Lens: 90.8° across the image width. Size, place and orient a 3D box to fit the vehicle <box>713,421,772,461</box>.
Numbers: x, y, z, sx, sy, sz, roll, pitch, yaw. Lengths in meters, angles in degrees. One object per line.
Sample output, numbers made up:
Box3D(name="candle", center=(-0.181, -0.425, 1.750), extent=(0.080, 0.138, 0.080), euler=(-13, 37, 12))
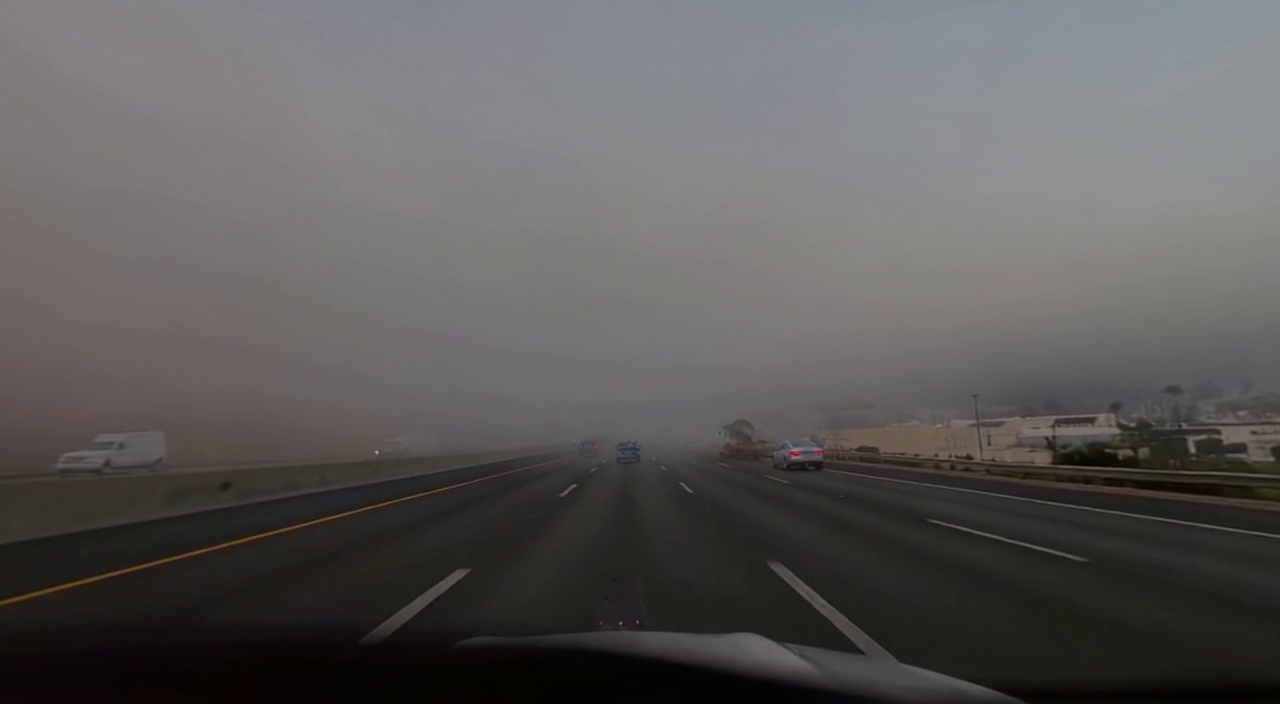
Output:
Box3D(name="vehicle", center=(6.824, 6.109, 42.969), extent=(2.790, 2.473, 6.815), euler=(0, -9, 0))

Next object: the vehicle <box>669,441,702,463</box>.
Box3D(name="vehicle", center=(2.979, 6.621, 41.954), extent=(1.816, 1.353, 3.809), euler=(0, -9, -2))

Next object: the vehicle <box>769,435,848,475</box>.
Box3D(name="vehicle", center=(6.682, 4.144, 25.588), extent=(1.879, 1.428, 4.402), euler=(0, -9, -2))

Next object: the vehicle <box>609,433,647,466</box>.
Box3D(name="vehicle", center=(-0.672, 5.489, 35.641), extent=(2.002, 1.759, 4.658), euler=(0, -9, -1))

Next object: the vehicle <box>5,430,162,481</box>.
Box3D(name="vehicle", center=(-29.532, 5.520, 33.971), extent=(2.378, 2.420, 6.571), euler=(0, -9, 0))

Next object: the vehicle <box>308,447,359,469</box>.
Box3D(name="vehicle", center=(-22.242, 7.682, 45.966), extent=(1.892, 1.447, 3.595), euler=(0, -9, -1))

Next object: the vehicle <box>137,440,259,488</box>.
Box3D(name="vehicle", center=(-14.109, 3.574, 20.392), extent=(1.546, 1.405, 3.307), euler=(0, -9, -1))
